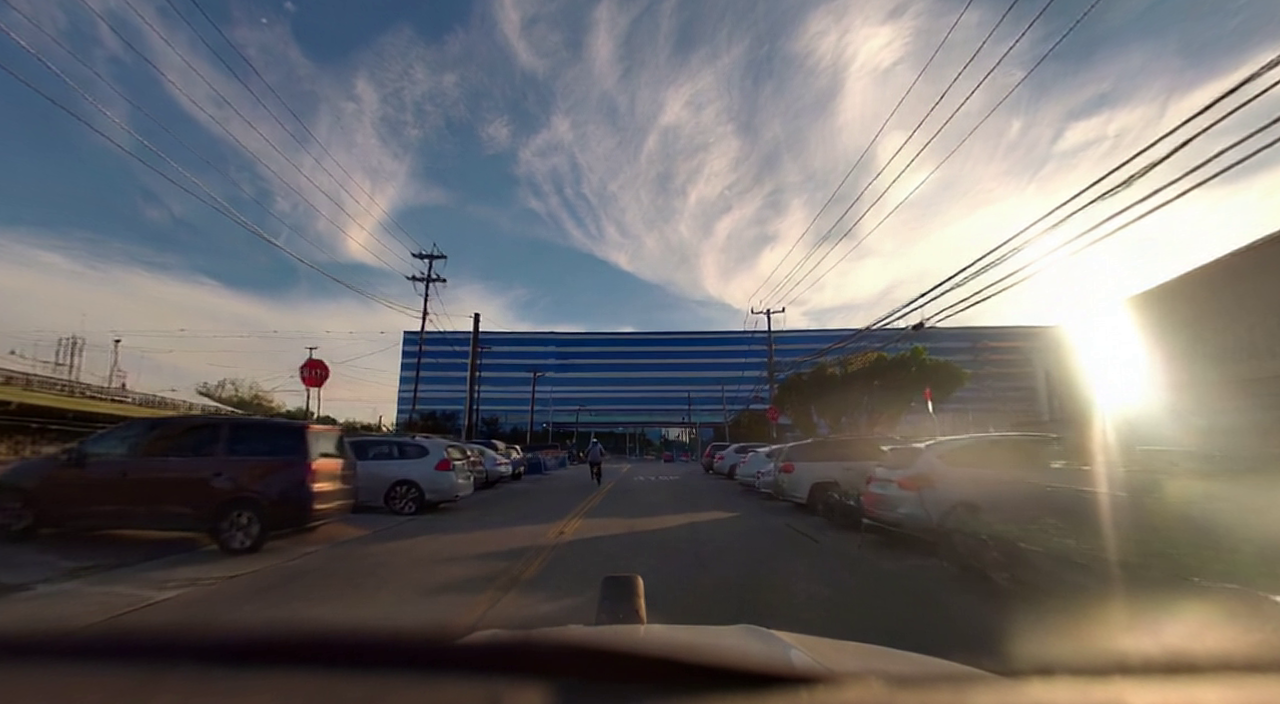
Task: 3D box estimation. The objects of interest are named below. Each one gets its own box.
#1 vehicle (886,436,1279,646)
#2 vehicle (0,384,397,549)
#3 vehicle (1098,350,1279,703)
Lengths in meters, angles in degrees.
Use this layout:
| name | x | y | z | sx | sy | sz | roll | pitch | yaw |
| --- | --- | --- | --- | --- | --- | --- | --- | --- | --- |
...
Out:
| name | x | y | z | sx | sy | sz | roll | pitch | yaw |
| --- | --- | --- | --- | --- | --- | --- | --- | --- | --- |
| vehicle | 4.803 | 1.443 | 5.357 | 4.659 | 1.421 | 1.771 | 0 | -8 | -1 |
| vehicle | -6.507 | 1.724 | 9.508 | 4.727 | 1.976 | 1.970 | 3 | -12 | 1 |
| vehicle | 4.856 | 0.866 | 2.545 | 4.402 | 1.770 | 1.933 | 0 | -8 | 2 |
